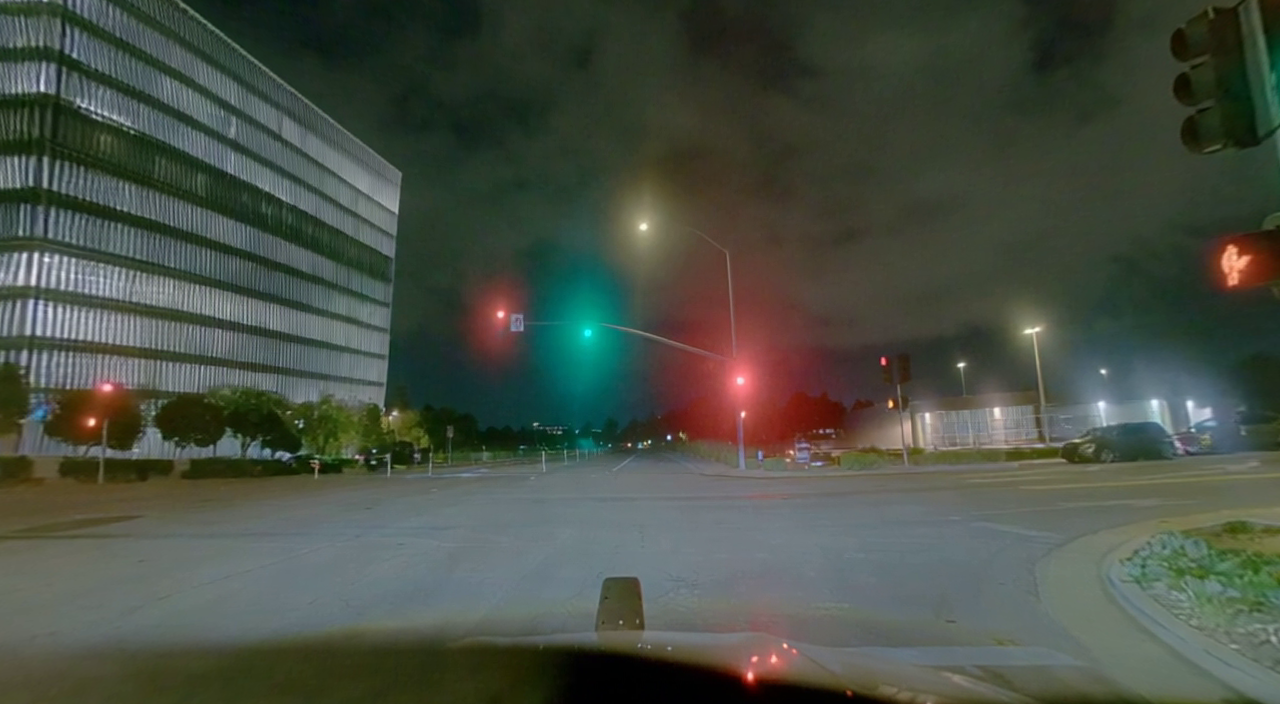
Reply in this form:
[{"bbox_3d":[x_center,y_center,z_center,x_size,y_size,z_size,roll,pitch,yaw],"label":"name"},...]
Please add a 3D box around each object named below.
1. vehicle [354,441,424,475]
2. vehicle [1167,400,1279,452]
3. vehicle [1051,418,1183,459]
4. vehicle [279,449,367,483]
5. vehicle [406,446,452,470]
[{"bbox_3d":[-14.899,6.314,37.748,2.091,1.915,5.040,0,-9,0],"label":"vehicle"},{"bbox_3d":[24.404,3.029,25.198,2.109,1.836,5.080,-2,-10,0],"label":"vehicle"},{"bbox_3d":[19.071,3.522,25.493,1.834,1.480,4.458,0,-9,-1],"label":"vehicle"},{"bbox_3d":[-14.808,5.317,29.701,1.790,1.437,4.349,0,-9,2],"label":"vehicle"},{"bbox_3d":[-15.142,7.613,45.424,1.932,1.605,4.146,1,-9,-1],"label":"vehicle"}]
